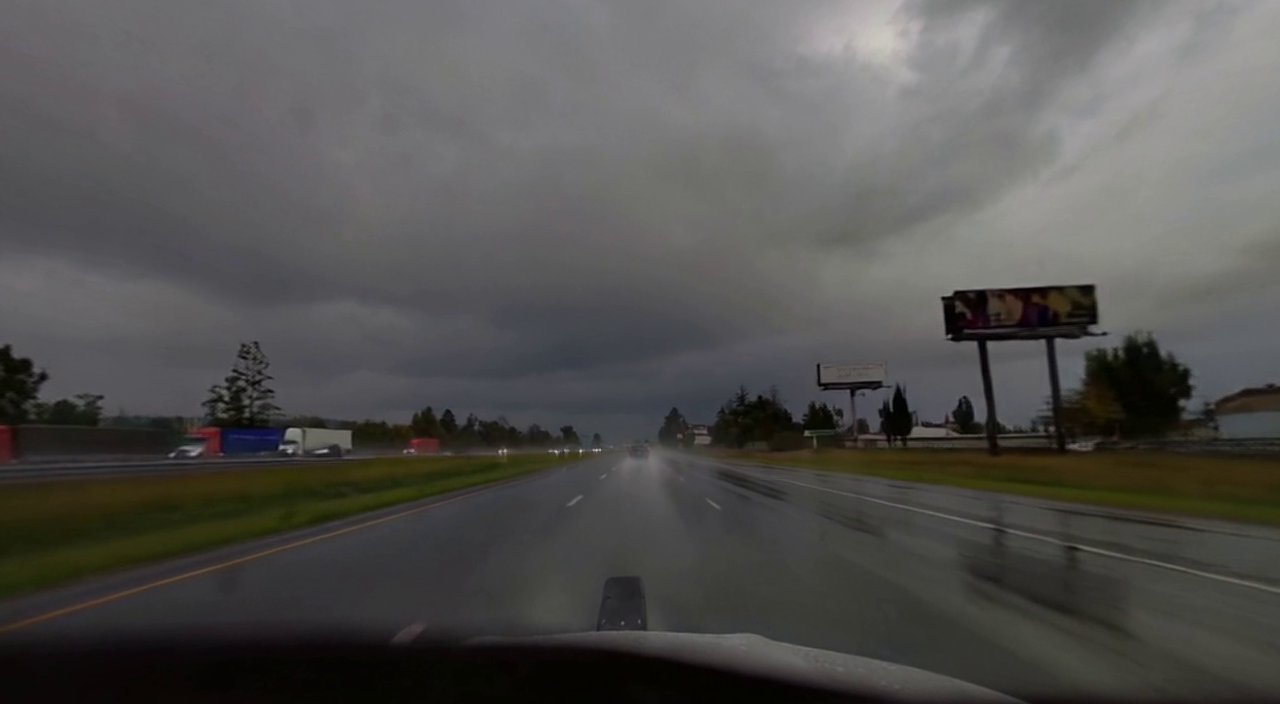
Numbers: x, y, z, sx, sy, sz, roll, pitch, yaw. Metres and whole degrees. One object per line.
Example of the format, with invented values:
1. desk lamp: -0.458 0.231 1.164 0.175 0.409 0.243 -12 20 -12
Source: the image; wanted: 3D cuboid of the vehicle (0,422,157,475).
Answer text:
1. vehicle: -44.493 7.374 47.965 3.035 3.535 15.819 0 -9 0
